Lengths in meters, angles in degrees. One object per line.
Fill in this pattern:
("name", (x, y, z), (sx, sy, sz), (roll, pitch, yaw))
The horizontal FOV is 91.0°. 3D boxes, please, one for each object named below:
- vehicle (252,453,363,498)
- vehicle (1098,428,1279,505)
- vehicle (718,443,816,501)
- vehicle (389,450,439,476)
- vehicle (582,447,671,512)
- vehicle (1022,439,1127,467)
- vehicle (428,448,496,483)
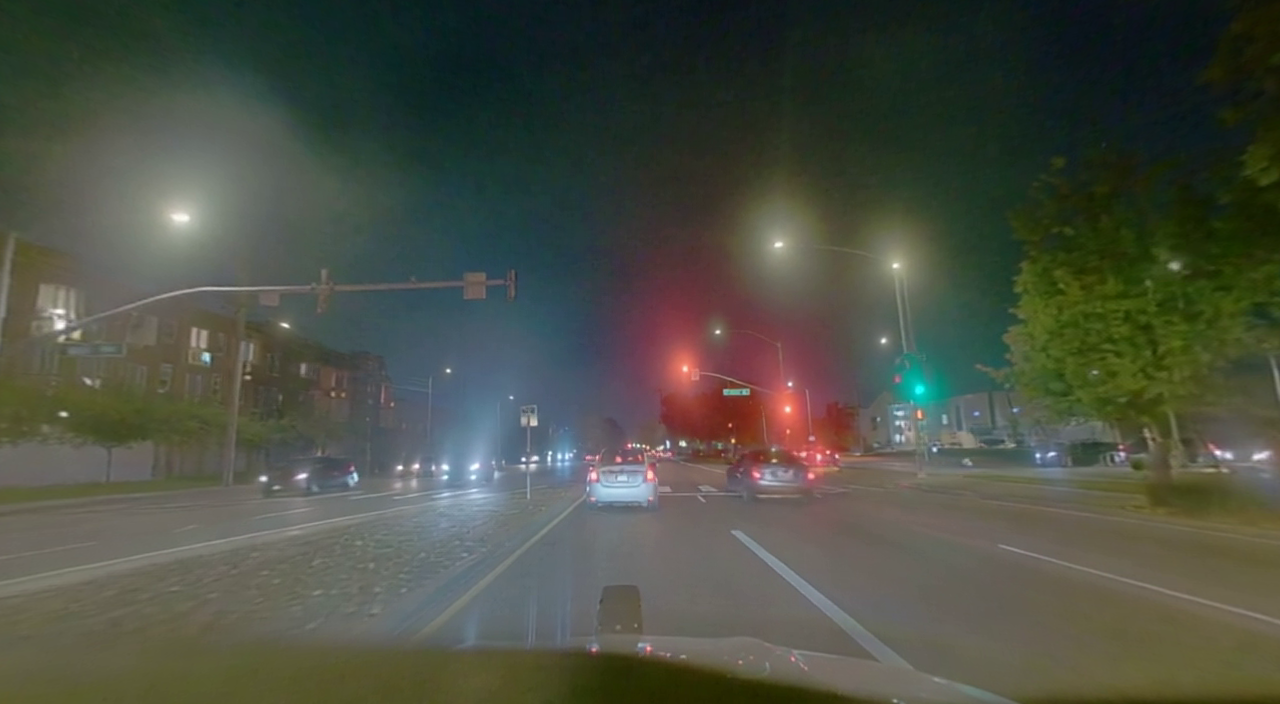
("vehicle", (-12.362, 4.579, 23.720), (1.904, 1.475, 4.068), (0, -9, 1))
("vehicle", (13.059, 2.582, 14.563), (1.887, 1.504, 3.898), (0, -9, -2))
("vehicle", (3.616, 3.478, 18.673), (2.023, 1.506, 3.816), (0, -9, -1))
("vehicle", (-15.996, 7.842, 44.684), (1.922, 1.717, 4.366), (0, -9, 0))
("vehicle", (-0.326, 3.182, 16.248), (2.010, 1.447, 4.121), (0, -9, -1))
("vehicle", (25.973, 6.042, 37.781), (4.665, 1.612, 1.937), (-1, -9, 8))
("vehicle", (-8.571, 5.460, 30.675), (1.966, 1.571, 4.479), (0, -9, 1))
